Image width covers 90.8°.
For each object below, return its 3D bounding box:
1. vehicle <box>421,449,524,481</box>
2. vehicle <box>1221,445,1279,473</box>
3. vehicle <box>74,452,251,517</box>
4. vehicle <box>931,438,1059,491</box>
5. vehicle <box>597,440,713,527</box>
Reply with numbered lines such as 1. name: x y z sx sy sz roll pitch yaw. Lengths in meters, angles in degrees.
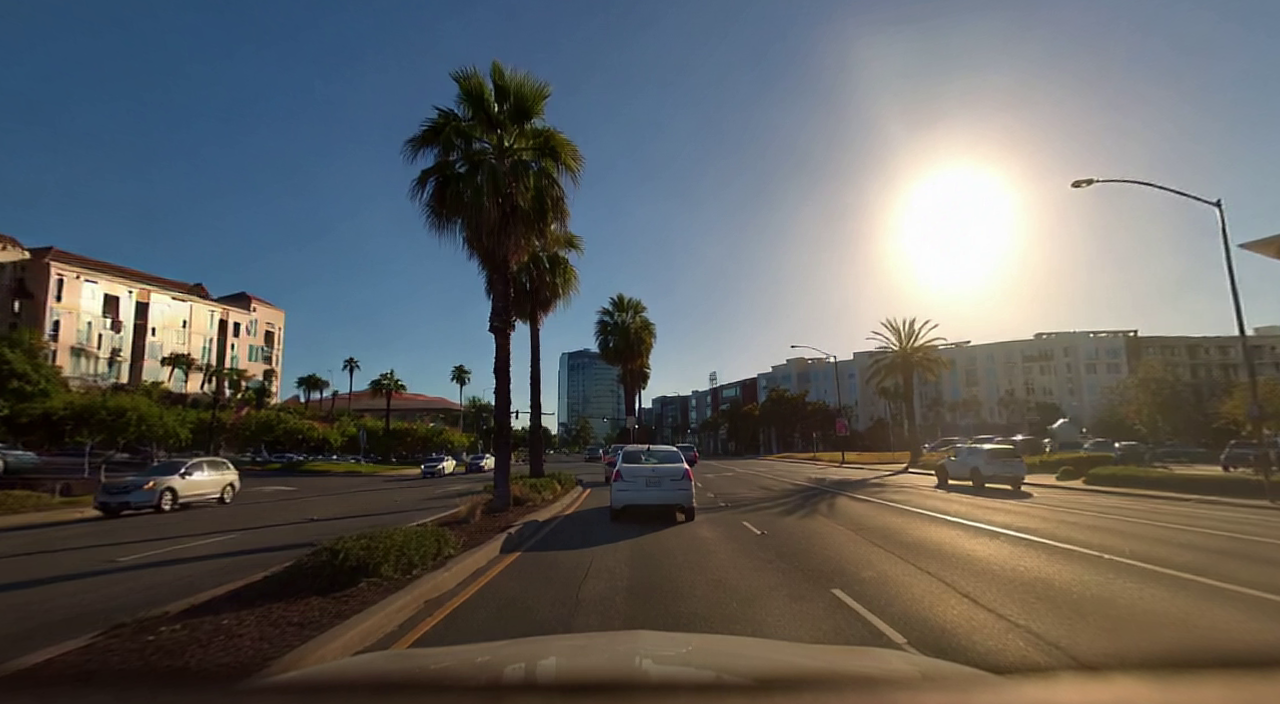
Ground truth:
1. vehicle: -8.284 5.544 31.301 4.585 1.479 2.088 -4 -9 23
2. vehicle: 38.041 6.518 38.589 4.418 1.616 1.929 3 -9 -23
3. vehicle: -13.665 3.753 18.489 1.858 1.604 4.331 0 -8 -1
4. vehicle: 13.589 4.314 24.647 2.131 1.832 5.203 0 -9 3
5. vehicle: 0.251 2.585 13.055 1.986 1.473 4.382 0 -9 0
